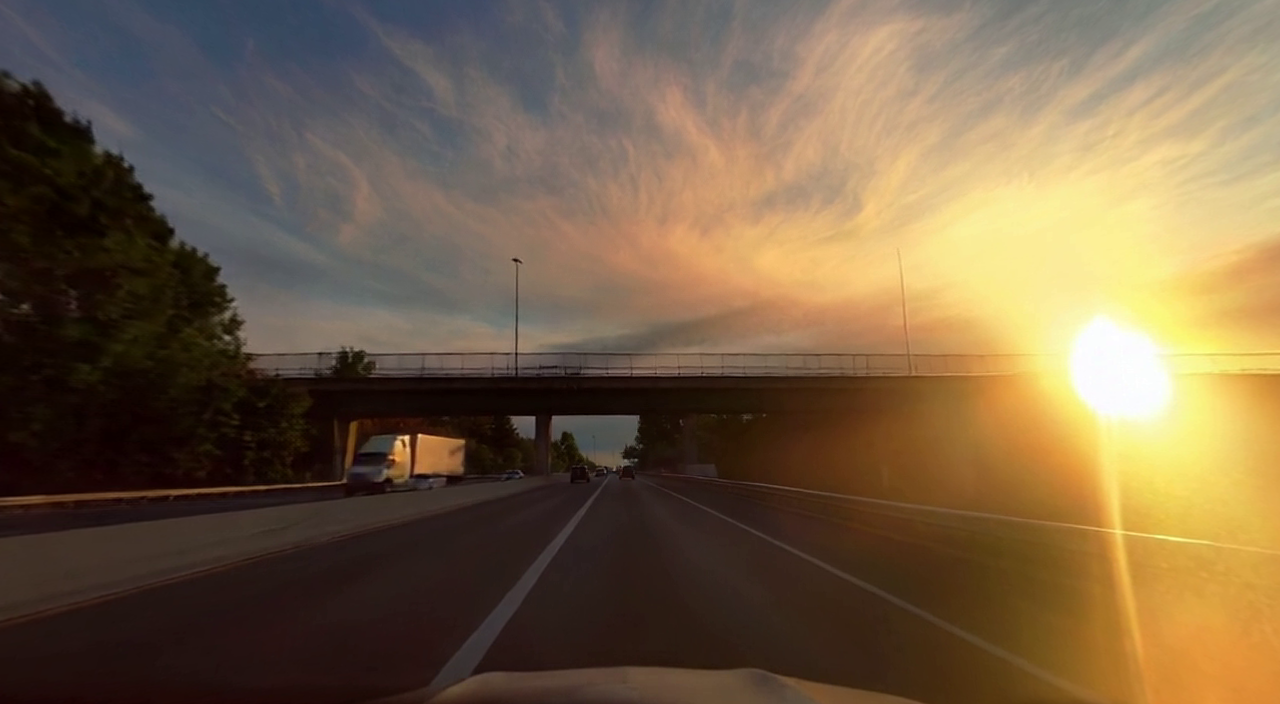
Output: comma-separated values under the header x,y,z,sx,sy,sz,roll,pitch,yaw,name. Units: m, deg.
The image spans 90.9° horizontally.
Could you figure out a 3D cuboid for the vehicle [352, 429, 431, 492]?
x,y,z,sx,sy,sz,roll,pitch,yaw,name
-17.072,7.563,43.724,3.032,3.979,5.796,1,-11,-2,vehicle
